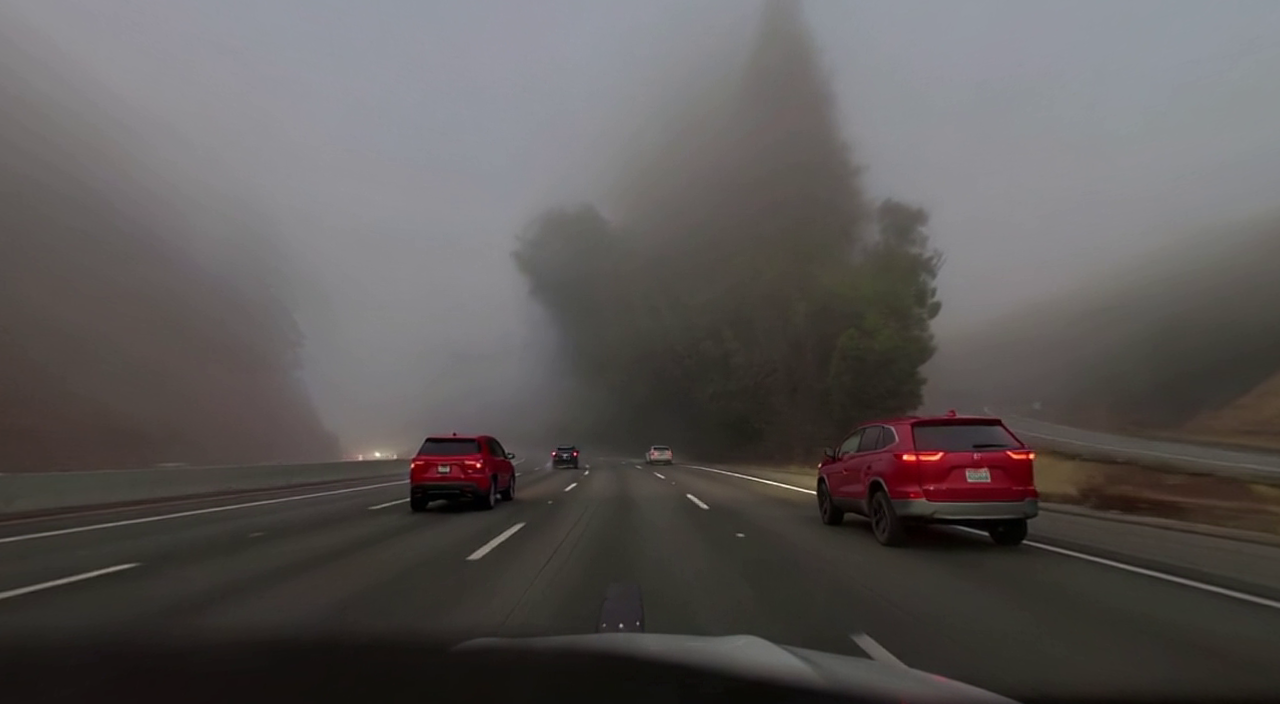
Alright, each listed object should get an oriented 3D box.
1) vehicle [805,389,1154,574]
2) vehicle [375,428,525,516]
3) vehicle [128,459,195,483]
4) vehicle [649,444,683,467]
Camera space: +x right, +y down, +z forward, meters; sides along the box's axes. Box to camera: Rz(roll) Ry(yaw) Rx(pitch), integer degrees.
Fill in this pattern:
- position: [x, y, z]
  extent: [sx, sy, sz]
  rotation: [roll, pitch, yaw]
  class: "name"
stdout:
- position: [4.186, 1.711, 9.061]
  extent: [2.103, 1.903, 4.837]
  rotation: [0, -9, -3]
  class: "vehicle"
- position: [-4.270, 2.788, 15.153]
  extent: [2.213, 1.766, 4.598]
  rotation: [0, -9, -1]
  class: "vehicle"
- position: [-37.524, 9.317, 49.680]
  extent: [1.928, 1.696, 4.466]
  rotation: [1, -9, -4]
  class: "vehicle"
- position: [1.976, 8.069, 49.398]
  extent: [2.075, 1.694, 4.086]
  rotation: [1, -9, -5]
  class: "vehicle"
